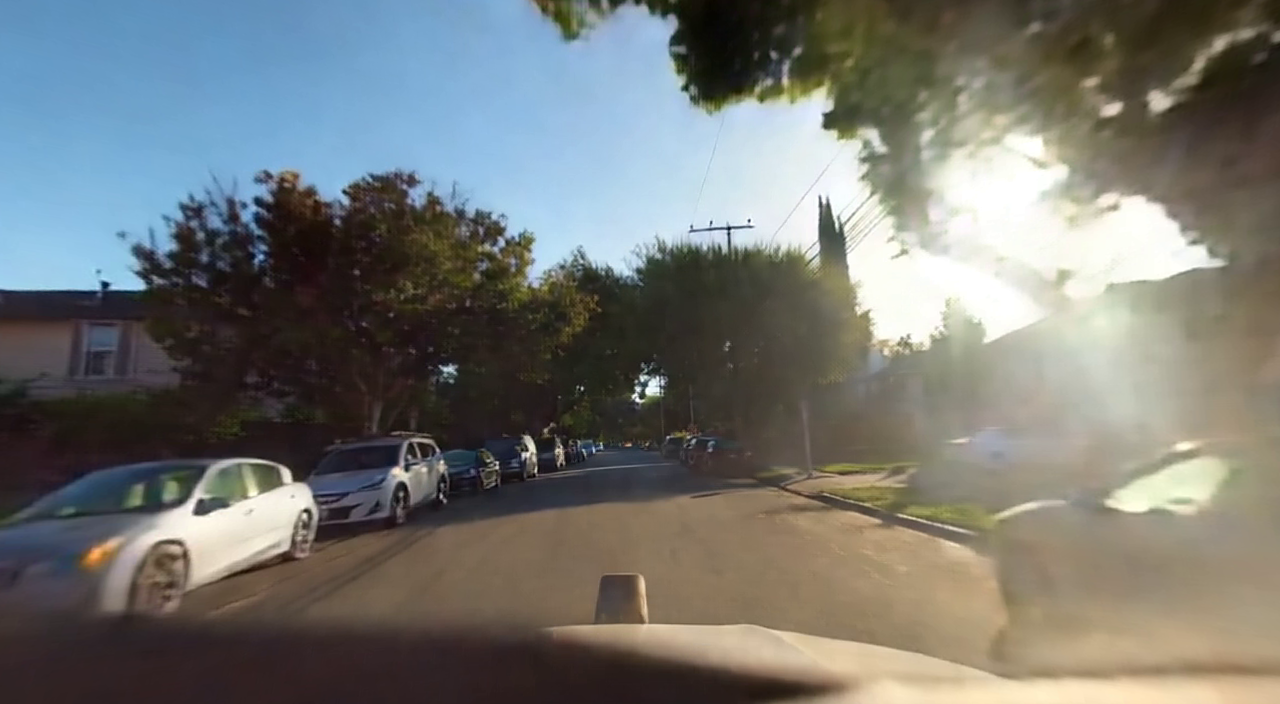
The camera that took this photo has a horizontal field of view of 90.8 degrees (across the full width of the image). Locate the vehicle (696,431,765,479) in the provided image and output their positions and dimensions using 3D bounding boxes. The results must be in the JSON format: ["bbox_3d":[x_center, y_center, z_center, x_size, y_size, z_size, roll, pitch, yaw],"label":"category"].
[{"bbox_3d":[3.511,4.102,25.421,1.994,1.710,4.699,0,-8,-1],"label":"vehicle"}]

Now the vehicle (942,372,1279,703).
[{"bbox_3d":[3.784,1.004,3.327,1.989,1.652,4.662,0,-8,-1],"label":"vehicle"}]

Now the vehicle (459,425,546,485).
[{"bbox_3d":[-5.304,4.054,25.234,2.390,2.123,5.371,0,-8,-1],"label":"vehicle"}]

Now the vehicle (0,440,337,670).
[{"bbox_3d":[-4.951,1.650,6.360,1.901,1.486,4.422,1,-8,-5],"label":"vehicle"}]

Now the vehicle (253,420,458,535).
[{"bbox_3d":[-5.305,2.380,12.687,2.042,1.850,4.758,0,-8,-2],"label":"vehicle"}]
